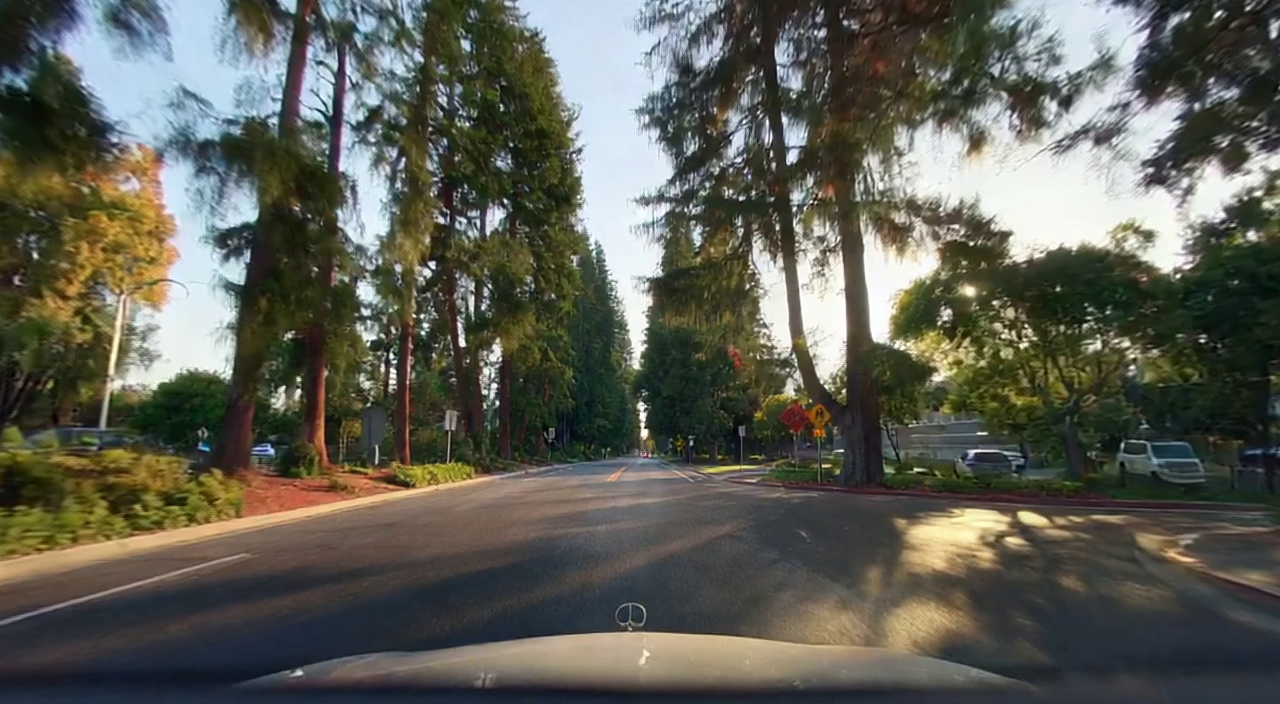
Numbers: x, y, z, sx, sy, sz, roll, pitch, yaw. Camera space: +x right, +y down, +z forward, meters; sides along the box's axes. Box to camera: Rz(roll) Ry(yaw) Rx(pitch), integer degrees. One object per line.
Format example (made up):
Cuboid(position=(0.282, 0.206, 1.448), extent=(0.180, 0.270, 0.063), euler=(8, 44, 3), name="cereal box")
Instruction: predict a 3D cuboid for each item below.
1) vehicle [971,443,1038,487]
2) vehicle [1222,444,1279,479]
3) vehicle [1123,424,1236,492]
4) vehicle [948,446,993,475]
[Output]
Cuboid(position=(14.931, 4.527, 25.686), extent=(2.063, 1.588, 4.759), euler=(-5, -10, 32), name="vehicle")
Cuboid(position=(31.584, 5.495, 31.933), extent=(1.913, 1.622, 4.482), euler=(-5, -10, 29), name="vehicle")
Cuboid(position=(19.547, 3.806, 23.099), extent=(2.187, 2.012, 4.806), euler=(-9, -8, 31), name="vehicle")
Cuboid(position=(20.256, 6.577, 38.530), extent=(1.958, 1.644, 4.527), euler=(-5, -10, 32), name="vehicle")
